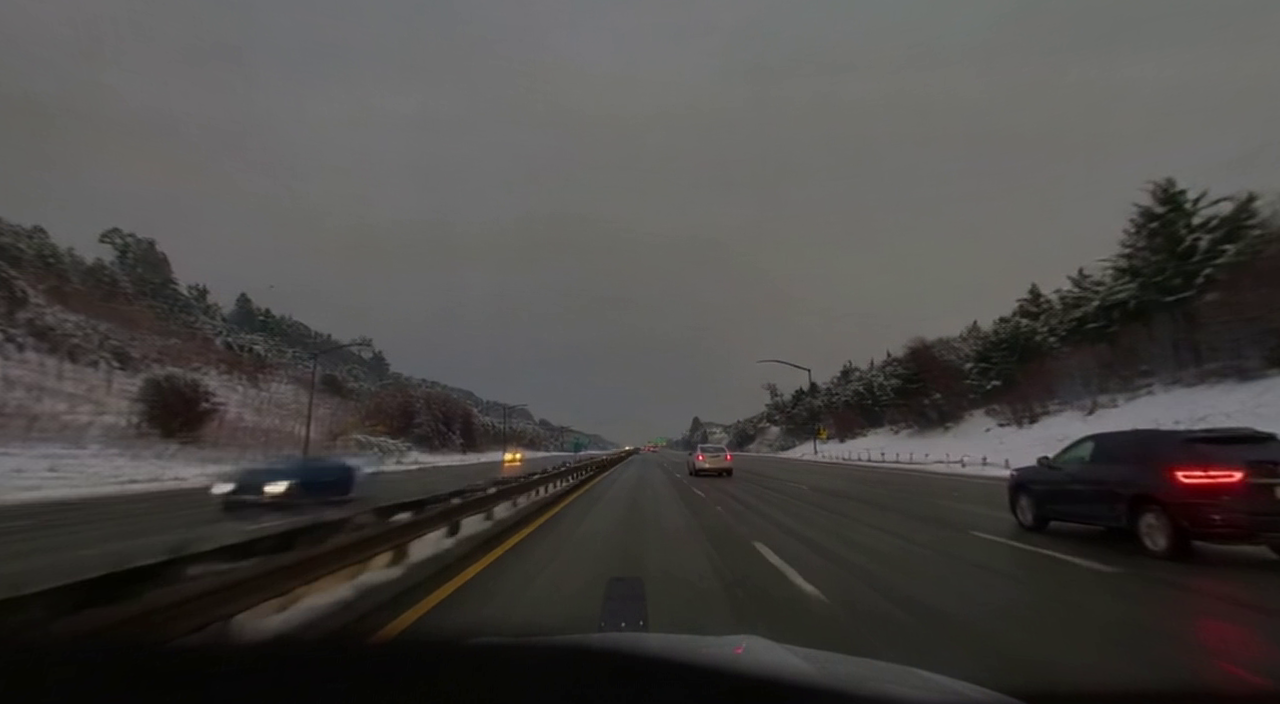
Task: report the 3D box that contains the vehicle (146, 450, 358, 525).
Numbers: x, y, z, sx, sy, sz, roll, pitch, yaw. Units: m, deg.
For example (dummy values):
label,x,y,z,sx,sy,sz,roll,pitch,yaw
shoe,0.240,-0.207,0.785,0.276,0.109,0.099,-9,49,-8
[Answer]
label,x,y,z,sx,sy,sz,roll,pitch,yaw
vehicle,-9.173,3.200,15.572,2.208,1.447,4.764,-2,-8,0

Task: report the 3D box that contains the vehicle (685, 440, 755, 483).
label,x,y,z,sx,sy,sz,roll,pitch,yaw
vehicle,2.897,4.068,23.687,2.044,1.444,4.216,0,-8,0

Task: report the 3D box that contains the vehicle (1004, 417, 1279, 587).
label,x,y,z,sx,sy,sz,roll,pitch,yaw
vehicle,6.812,1.635,7.609,1.988,1.530,4.777,0,-8,0
